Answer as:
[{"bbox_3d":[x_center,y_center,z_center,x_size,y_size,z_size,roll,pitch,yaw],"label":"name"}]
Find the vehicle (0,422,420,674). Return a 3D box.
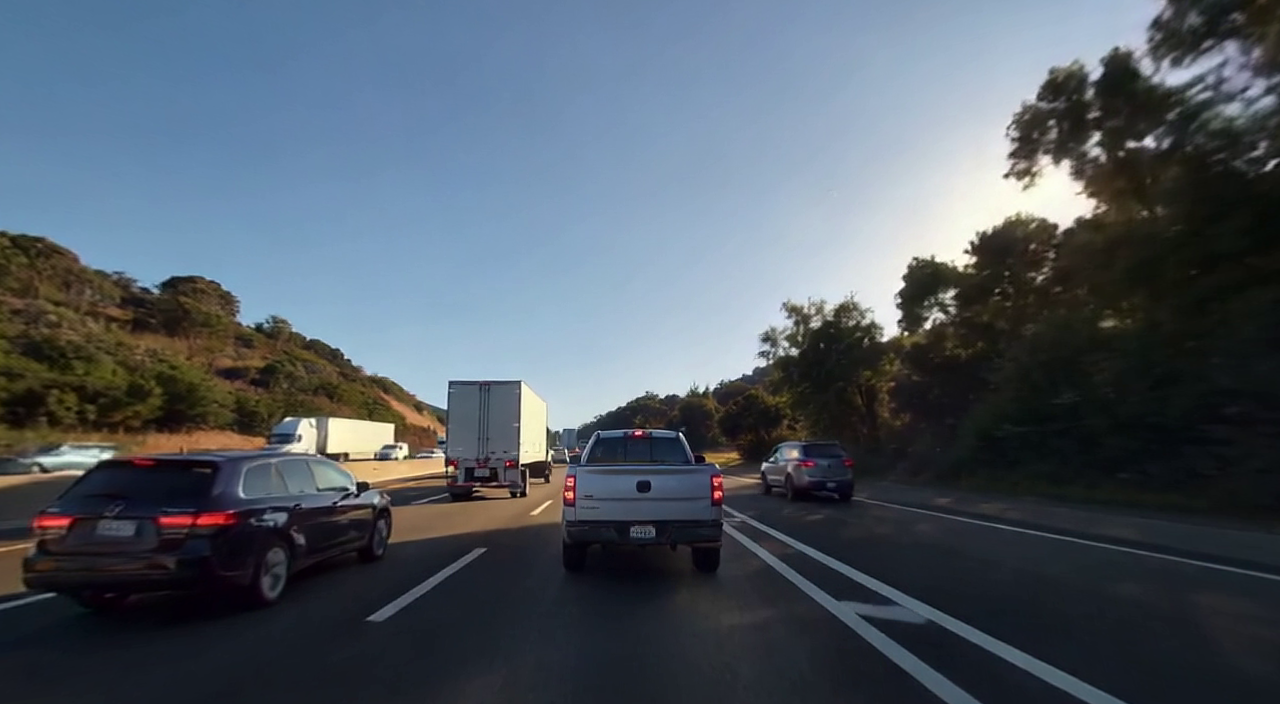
[{"bbox_3d":[-3.928,1.532,6.078,1.986,1.501,4.407,-1,-9,1],"label":"vehicle"}]

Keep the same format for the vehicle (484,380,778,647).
[{"bbox_3d":[-0.092,1.359,6.086,1.995,1.798,3.380,0,-9,-1],"label":"vehicle"}]

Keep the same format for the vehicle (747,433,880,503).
[{"bbox_3d":[4.943,3.394,18.905,2.182,1.781,4.875,0,-9,-5],"label":"vehicle"}]
